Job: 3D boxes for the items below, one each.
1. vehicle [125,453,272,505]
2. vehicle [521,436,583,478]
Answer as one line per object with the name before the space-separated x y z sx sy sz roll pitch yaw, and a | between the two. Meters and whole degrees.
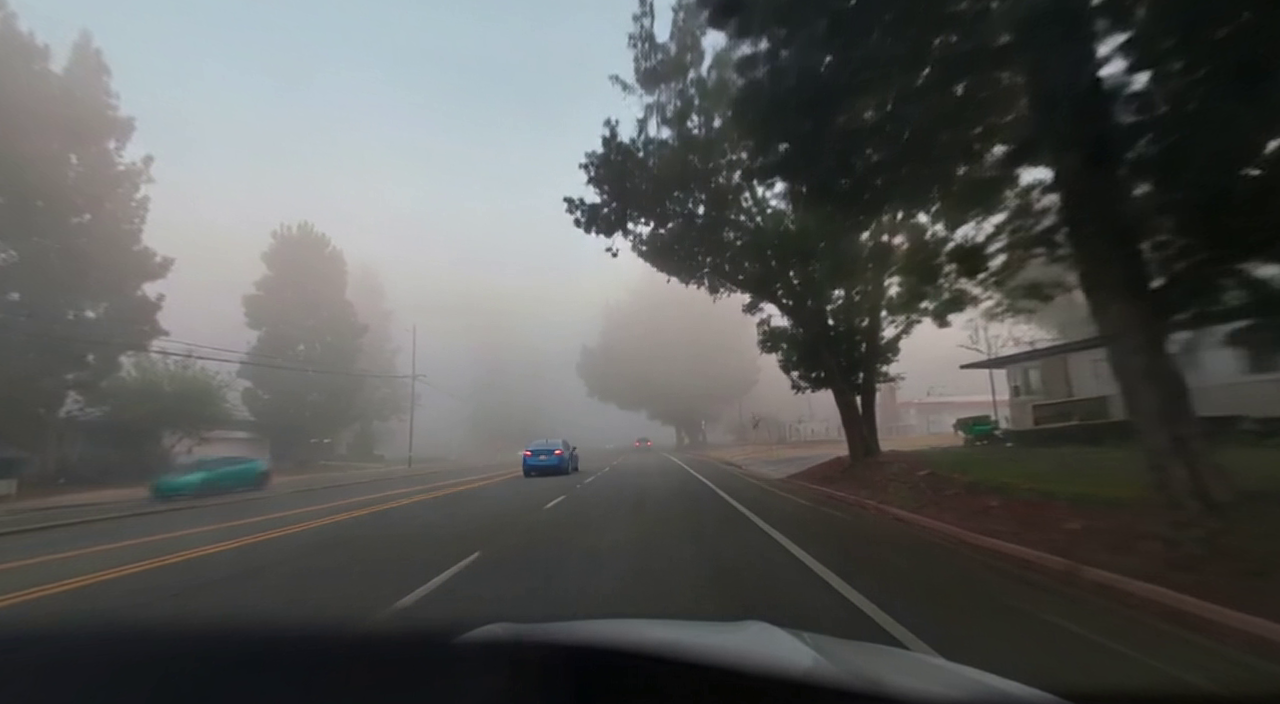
vehicle | -16.011 4.584 23.226 1.967 1.581 4.663 -1 -8 1
vehicle | -3.680 4.482 27.103 1.914 1.630 4.351 -1 -8 2
